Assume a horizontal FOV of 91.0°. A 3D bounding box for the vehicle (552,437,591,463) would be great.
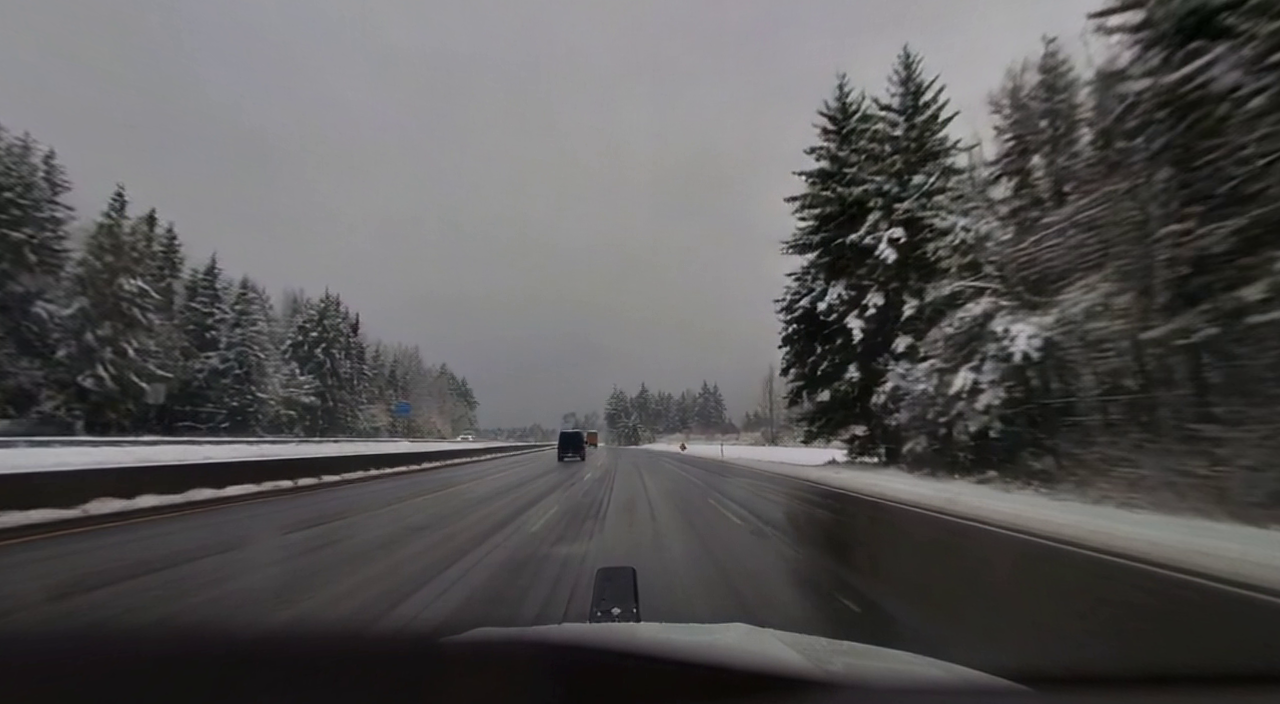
[{"bbox_3d":[-4.572,6.665,42.849,2.217,1.604,4.614,0,-8,-1],"label":"vehicle"}]
